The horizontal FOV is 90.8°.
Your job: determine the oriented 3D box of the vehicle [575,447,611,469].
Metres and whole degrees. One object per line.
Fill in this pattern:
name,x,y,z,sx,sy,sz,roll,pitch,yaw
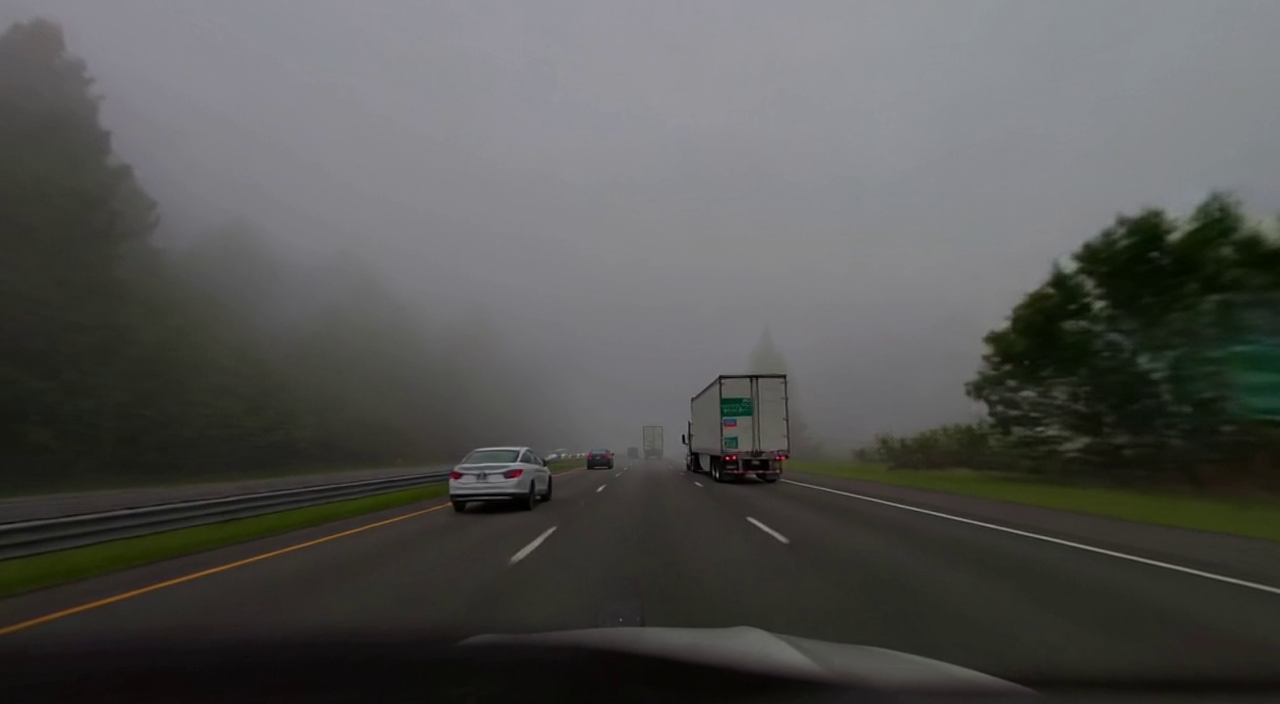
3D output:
vehicle,-3.263,7.457,44.480,2.121,1.445,4.651,0,-9,1

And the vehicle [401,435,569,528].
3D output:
vehicle,-2.863,2.548,13.045,2.104,1.526,4.940,0,-9,2

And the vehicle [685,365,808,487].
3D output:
vehicle,4.087,3.597,28.433,2.974,4.083,14.389,0,-9,0
